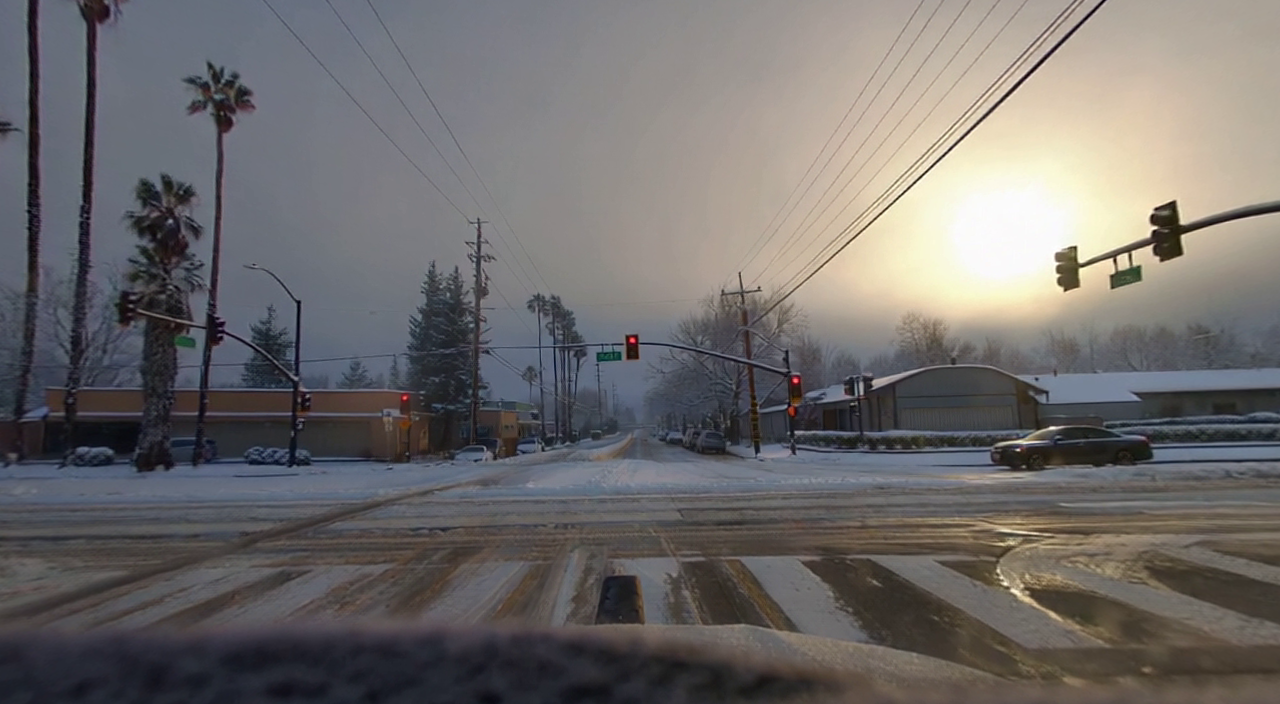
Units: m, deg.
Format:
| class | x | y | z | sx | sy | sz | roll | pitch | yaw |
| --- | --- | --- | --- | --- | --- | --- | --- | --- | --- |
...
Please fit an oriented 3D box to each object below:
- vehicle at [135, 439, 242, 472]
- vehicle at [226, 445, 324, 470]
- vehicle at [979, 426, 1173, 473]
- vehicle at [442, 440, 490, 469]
| class | x | y | z | sx | sy | sz | roll | pitch | yaw |
| --- | --- | --- | --- | --- | --- | --- | --- | --- | --- |
| vehicle | -25.914 | 5.953 | 36.358 | 4.613 | 1.820 | 2.021 | -1 | -8 | 4 |
| vehicle | -22.316 | 6.454 | 38.757 | 4.849 | 1.444 | 1.881 | 0 | -8 | 2 |
| vehicle | 14.375 | 3.254 | 21.100 | 4.918 | 1.479 | 1.897 | -1 | -9 | 7 |
| vehicle | -11.972 | 7.025 | 43.700 | 2.016 | 1.717 | 4.287 | 0 | -6 | 1 |
